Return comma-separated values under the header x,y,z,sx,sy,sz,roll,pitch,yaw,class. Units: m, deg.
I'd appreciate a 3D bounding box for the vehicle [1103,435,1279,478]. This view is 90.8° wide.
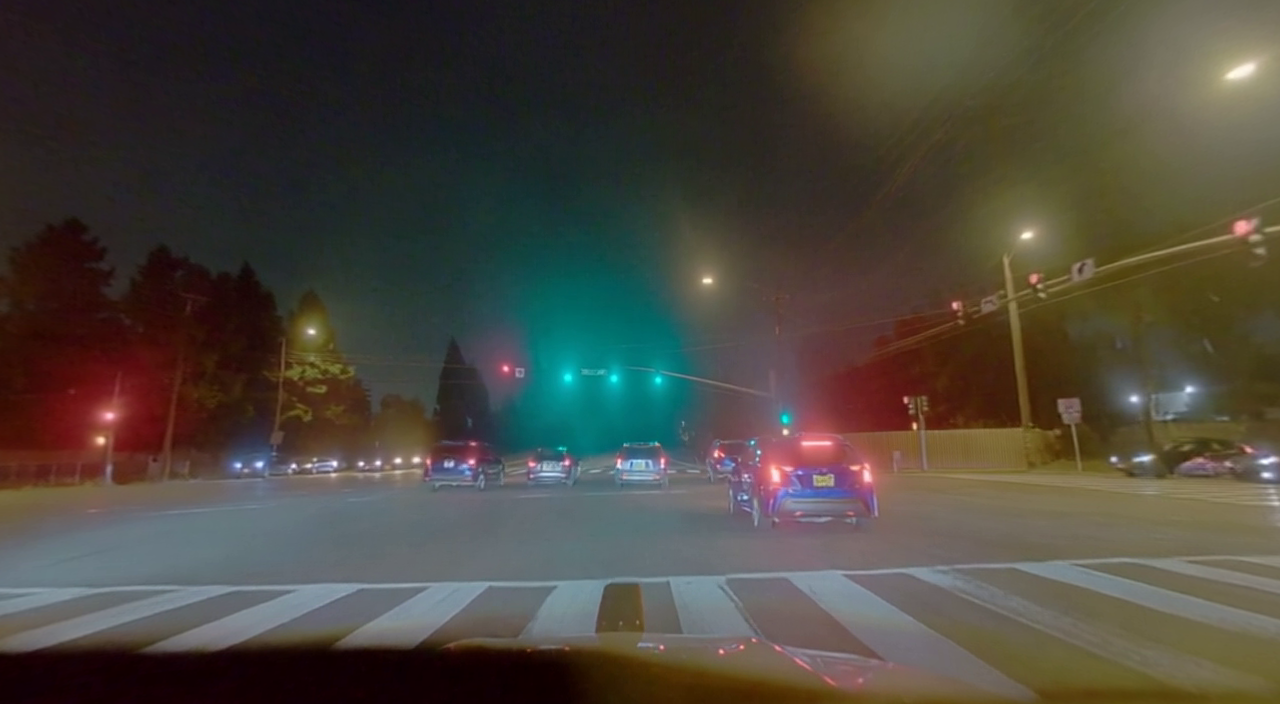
x,y,z,sx,sy,sz,roll,pitch,yaw,class
20.332,3.870,23.391,4.830,1.493,1.930,0,-9,-1,vehicle

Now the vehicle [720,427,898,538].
x,y,z,sx,sy,sz,roll,pitch,yaw,class
2.846,2.311,11.836,2.034,1.655,4.465,0,-9,-1,vehicle

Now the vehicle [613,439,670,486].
x,y,z,sx,sy,sz,roll,pitch,yaw,class
0.091,4.408,25.427,2.111,1.712,4.078,0,-9,1,vehicle

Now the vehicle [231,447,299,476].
x,y,z,sx,sy,sz,roll,pitch,yaw,class
-24.901,7.271,42.152,1.889,1.814,4.086,0,-9,1,vehicle

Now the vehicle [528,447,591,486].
x,y,z,sx,sy,sz,roll,pitch,yaw,class
-3.202,4.648,26.039,1.881,1.466,4.484,0,-9,1,vehicle

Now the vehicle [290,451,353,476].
x,y,z,sx,sy,sz,roll,pitch,yaw,class
-21.551,7.505,42.888,1.891,1.577,4.238,-1,-9,3,vehicle

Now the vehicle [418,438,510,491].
x,y,z,sx,sy,sz,roll,pitch,yaw,class
-6.660,4.299,24.479,2.116,1.812,4.609,0,-9,2,vehicle

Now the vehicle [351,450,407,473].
x,y,z,sx,sy,sz,roll,pitch,yaw,class
-18.250,7.680,44.375,1.994,1.496,4.211,-1,-9,2,vehicle
